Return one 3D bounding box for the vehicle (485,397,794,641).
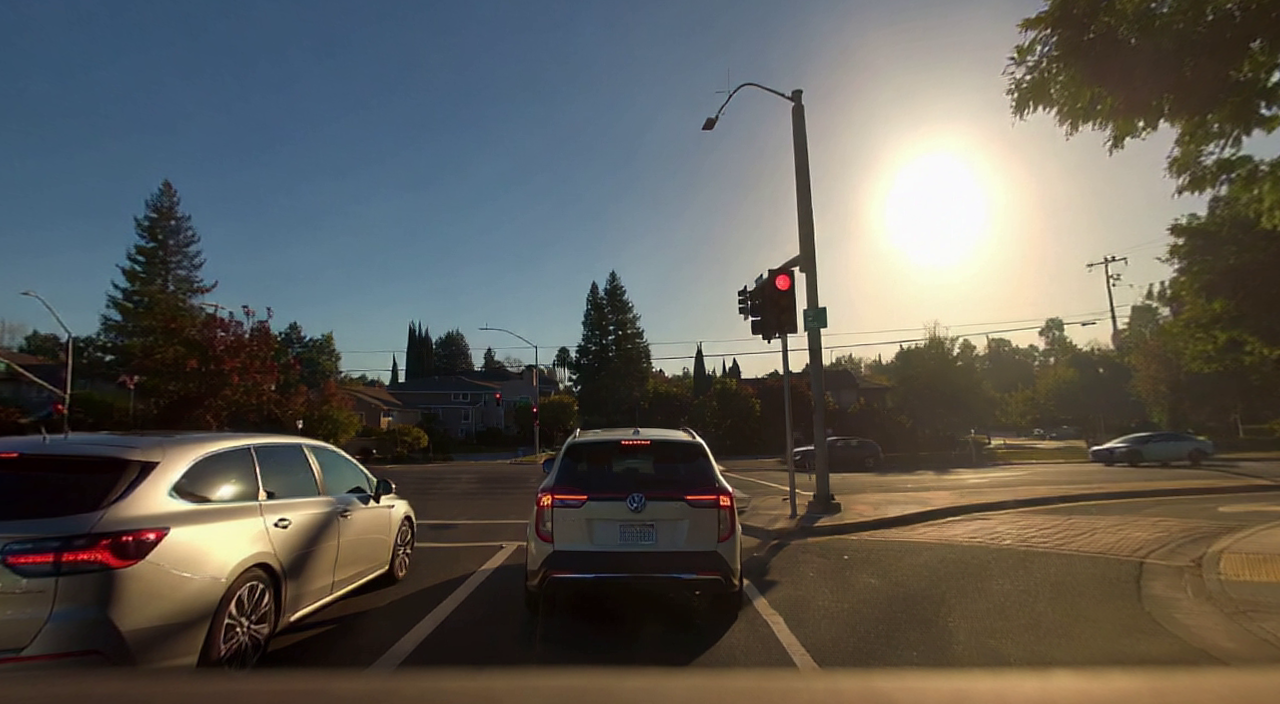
[{"bbox_3d":[-0.143,1.468,6.563,2.154,1.670,4.140,1,-9,-4],"label":"vehicle"}]

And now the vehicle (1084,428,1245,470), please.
[{"bbox_3d":[21.339,3.961,25.881,4.670,1.616,1.926,-1,-9,6],"label":"vehicle"}]

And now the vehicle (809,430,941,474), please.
[{"bbox_3d":[9.930,4.281,27.098,4.887,1.769,2.035,-1,-9,6],"label":"vehicle"}]

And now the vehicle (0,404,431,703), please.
[{"bbox_3d":[-3.290,1.281,4.725,2.035,1.492,4.415,0,-9,-2],"label":"vehicle"}]
